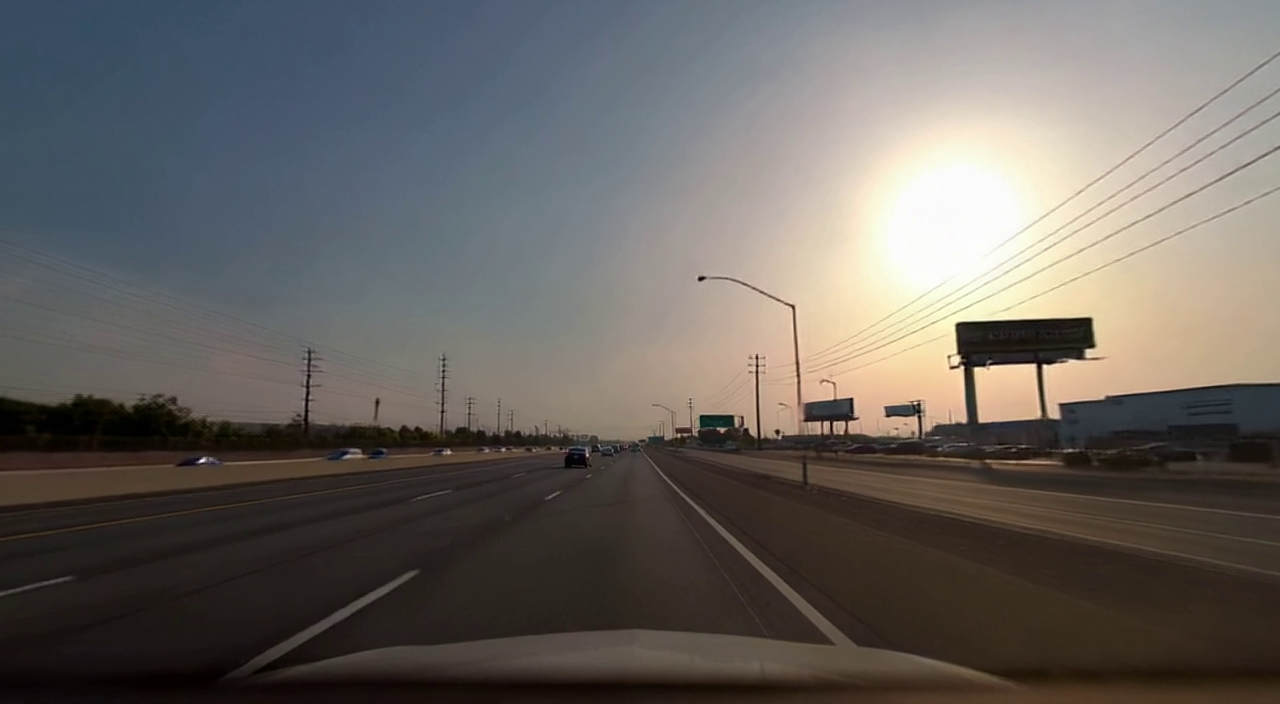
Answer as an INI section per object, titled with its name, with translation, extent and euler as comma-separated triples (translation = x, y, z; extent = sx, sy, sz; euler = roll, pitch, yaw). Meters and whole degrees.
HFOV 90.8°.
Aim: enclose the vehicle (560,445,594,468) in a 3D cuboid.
[vehicle]
translation = -4.247, 7.148, 43.261
extent = 1.940, 1.479, 4.545
euler = 0, -9, 0
